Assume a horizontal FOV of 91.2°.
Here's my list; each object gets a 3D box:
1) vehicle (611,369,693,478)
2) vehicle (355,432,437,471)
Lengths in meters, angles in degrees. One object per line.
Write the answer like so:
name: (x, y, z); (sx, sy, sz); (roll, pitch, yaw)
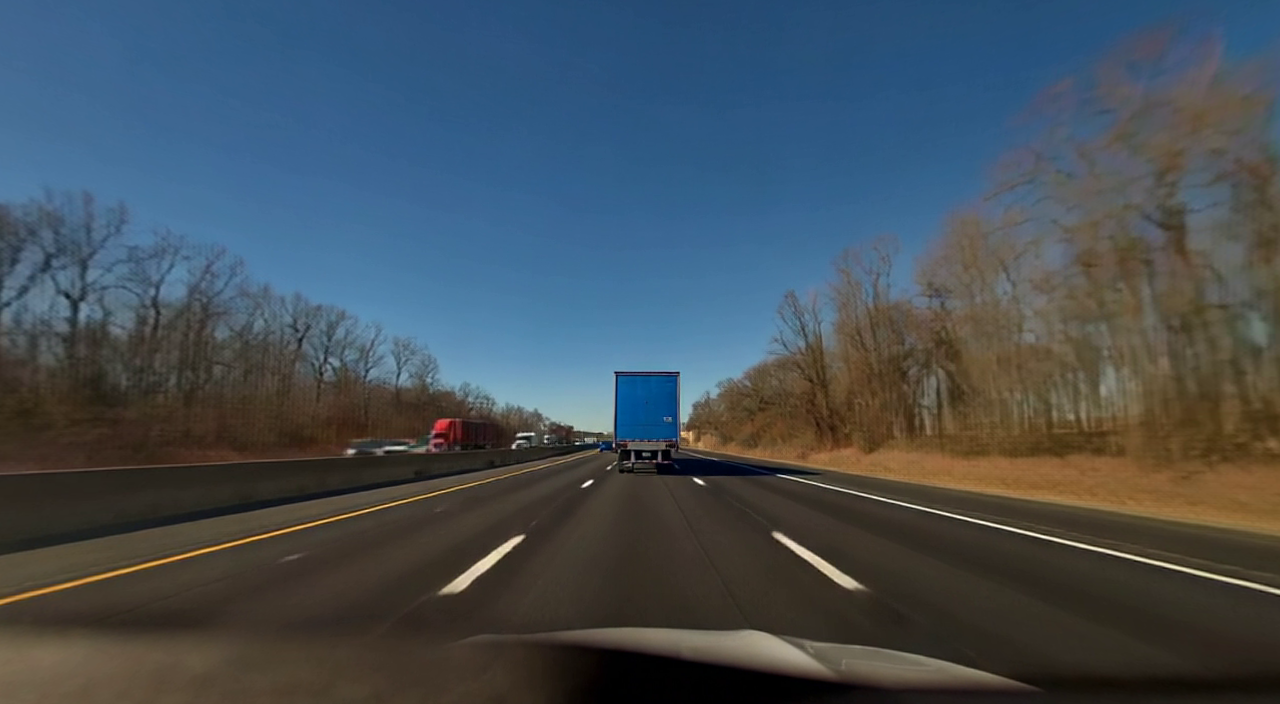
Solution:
vehicle: (0.448, 3.394, 28.499); (3.010, 4.039, 10.481); (0, -8, 0)
vehicle: (-12.677, 5.191, 32.980); (2.171, 1.856, 5.157); (0, -8, 1)
